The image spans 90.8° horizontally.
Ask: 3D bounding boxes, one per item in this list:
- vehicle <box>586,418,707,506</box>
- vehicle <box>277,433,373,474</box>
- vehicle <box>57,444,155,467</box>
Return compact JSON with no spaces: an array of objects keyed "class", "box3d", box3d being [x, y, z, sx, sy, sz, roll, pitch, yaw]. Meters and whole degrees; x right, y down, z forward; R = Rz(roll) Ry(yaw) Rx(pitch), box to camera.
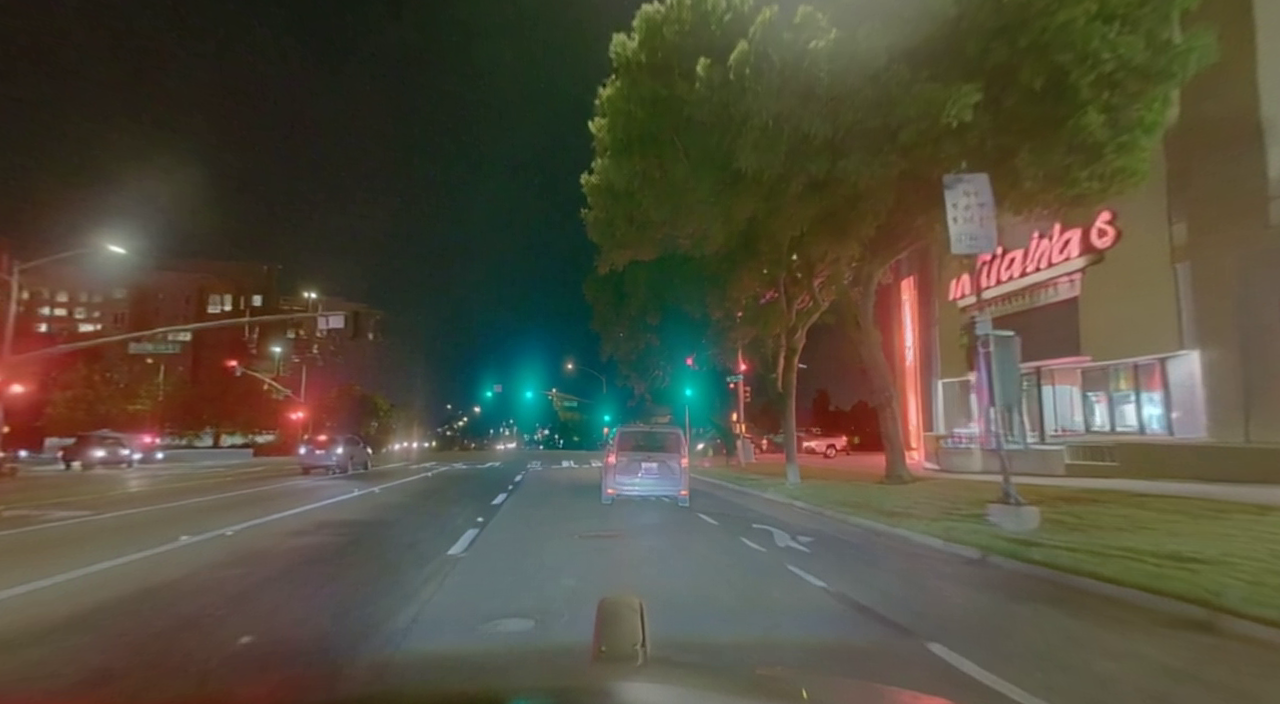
[{"class":"vehicle","box3d":[-0.039,2.444,14.461,2.230,1.683,4.204,1,-8,-7]},{"class":"vehicle","box3d":[-12.193,3.947,24.817,1.924,1.458,4.448,1,-8,-6]},{"class":"vehicle","box3d":[-36.697,7.083,43.509,4.692,1.476,1.992,1,-8,-7]}]
